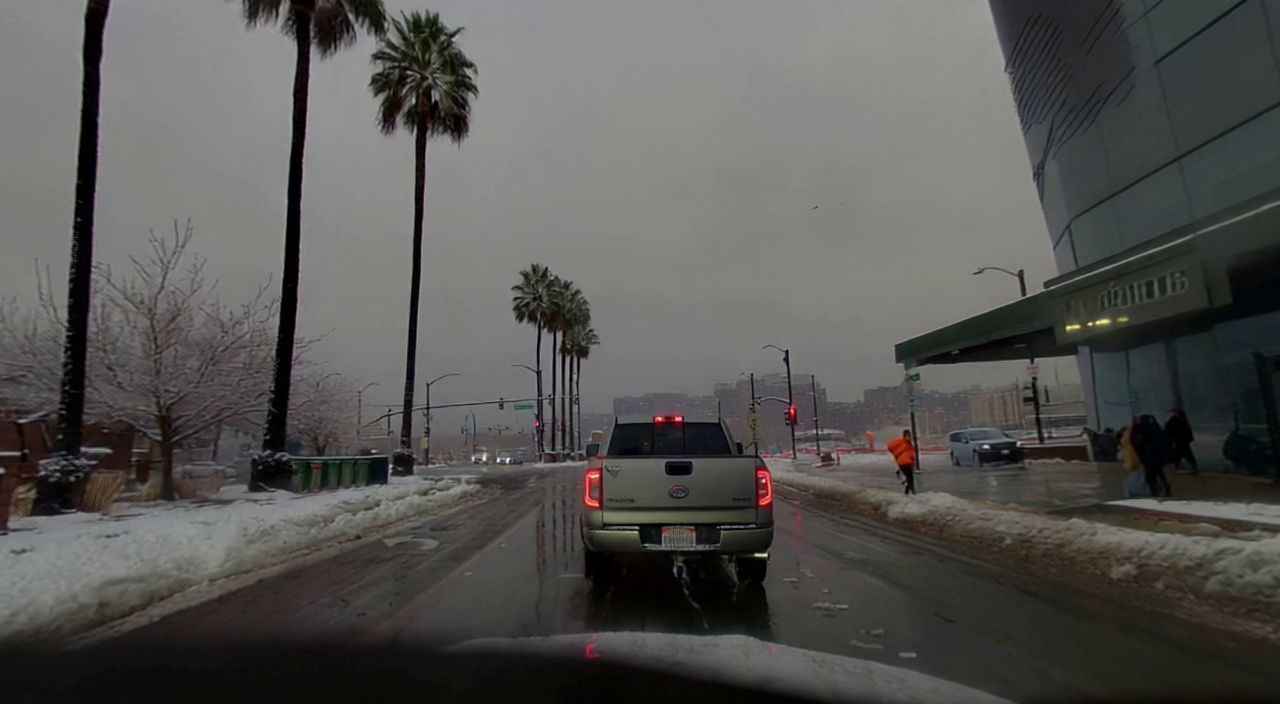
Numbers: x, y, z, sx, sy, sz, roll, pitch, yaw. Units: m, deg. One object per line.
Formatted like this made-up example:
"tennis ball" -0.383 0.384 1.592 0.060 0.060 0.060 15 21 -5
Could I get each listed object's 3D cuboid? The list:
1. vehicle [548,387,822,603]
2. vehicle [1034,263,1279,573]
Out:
"vehicle" 0.419 1.607 8.076 2.311 1.819 5.255 0 -8 1
"vehicle" 7.850 0.909 8.566 2.666 3.345 3.622 -1 -9 6
